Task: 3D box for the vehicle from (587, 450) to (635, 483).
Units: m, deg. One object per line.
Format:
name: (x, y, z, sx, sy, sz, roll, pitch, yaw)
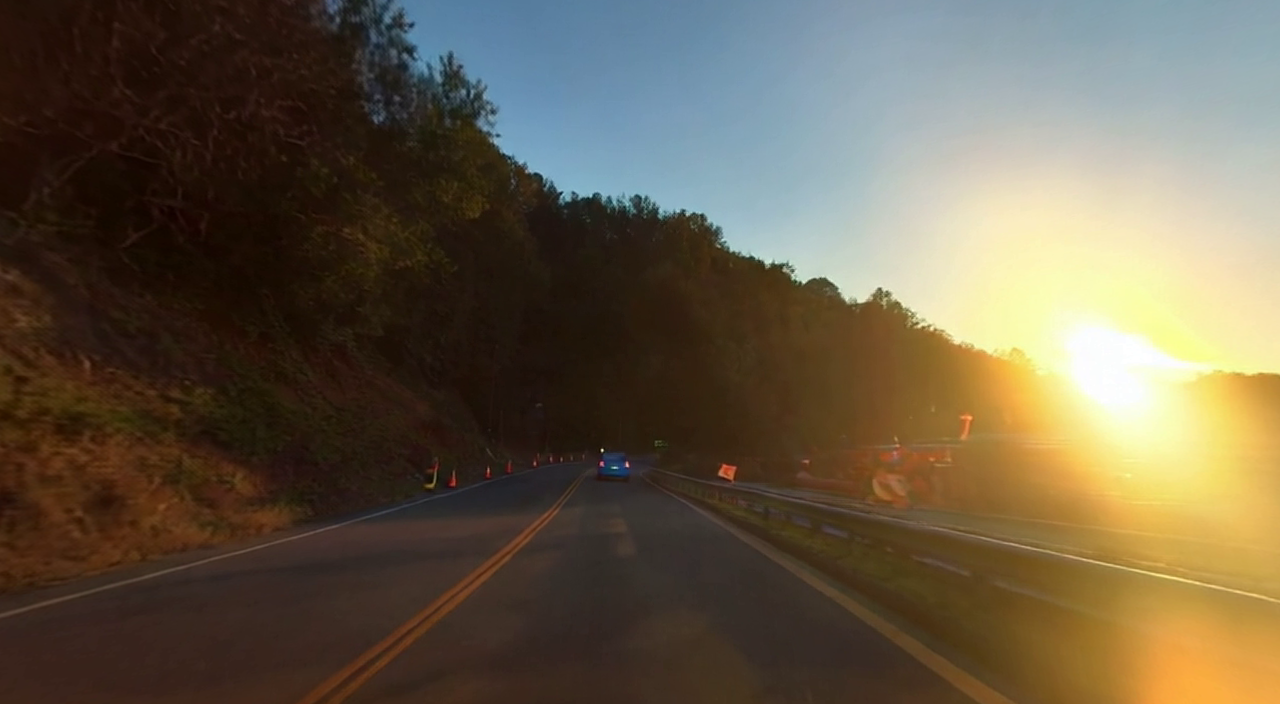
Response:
vehicle: (-1.498, 5.708, 31.654, 2.259, 1.503, 4.075, 0, -8, -4)
